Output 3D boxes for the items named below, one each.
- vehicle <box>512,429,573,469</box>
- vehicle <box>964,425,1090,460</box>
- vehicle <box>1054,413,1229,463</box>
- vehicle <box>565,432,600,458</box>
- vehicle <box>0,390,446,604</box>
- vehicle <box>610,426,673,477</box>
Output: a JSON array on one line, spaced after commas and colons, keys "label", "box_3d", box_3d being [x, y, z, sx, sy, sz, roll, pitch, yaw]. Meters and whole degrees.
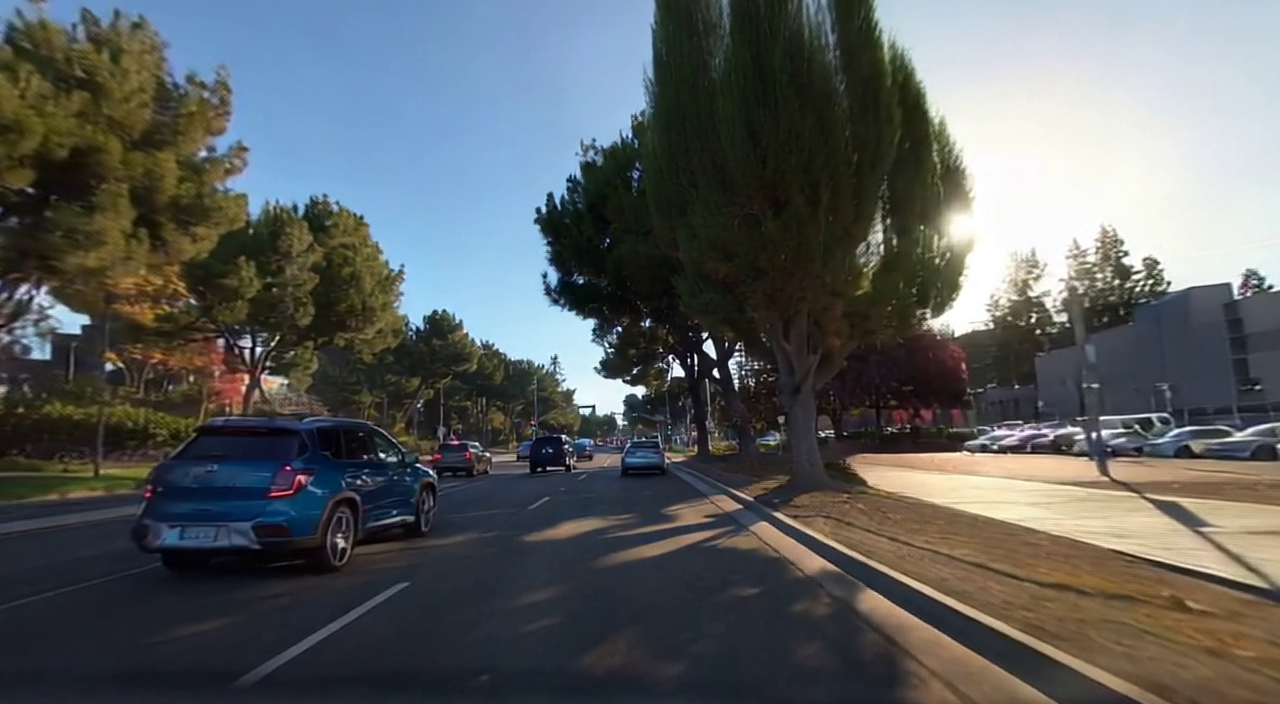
[{"label": "vehicle", "box_3d": [-4.487, 4.568, 29.618, 2.113, 1.713, 4.422, 0, -8, 0]}, {"label": "vehicle", "box_3d": [16.874, 3.983, 27.545, 1.857, 1.369, 4.219, 6, -10, -34]}, {"label": "vehicle", "box_3d": [17.221, 2.987, 21.749, 4.329, 1.656, 1.873, 0, -8, 2]}, {"label": "vehicle", "box_3d": [-4.052, 6.698, 45.251, 2.047, 1.810, 4.414, 0, -8, 1]}, {"label": "vehicle", "box_3d": [-3.873, 1.421, 6.972, 2.070, 1.641, 4.152, 0, -8, 0]}, {"label": "vehicle", "box_3d": [0.028, 3.552, 22.502, 2.042, 1.641, 4.187, 0, -8, 0]}]
